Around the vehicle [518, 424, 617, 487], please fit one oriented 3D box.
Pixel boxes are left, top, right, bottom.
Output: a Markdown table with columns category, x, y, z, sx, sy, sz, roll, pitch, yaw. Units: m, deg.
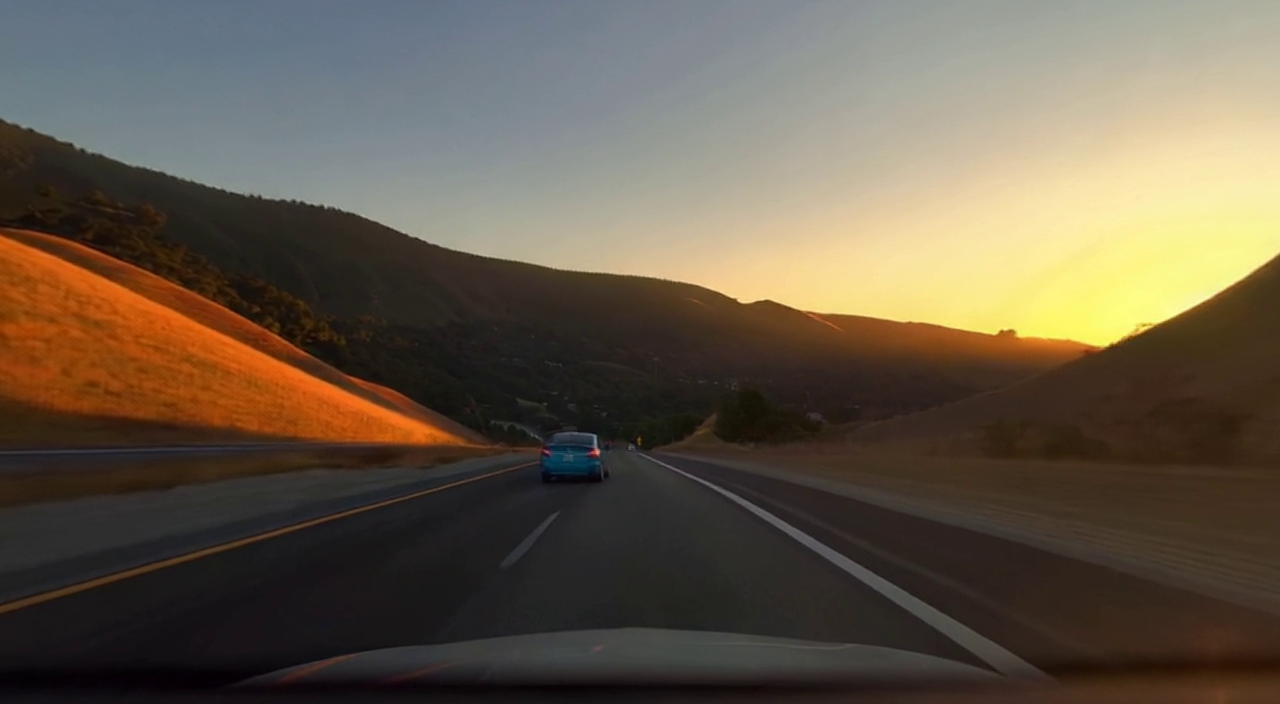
| category | x | y | z | sx | sy | sz | roll | pitch | yaw |
| --- | --- | --- | --- | --- | --- | --- | --- | --- | --- |
| vehicle | -1.850 | 2.825 | 17.585 | 2.097 | 1.511 | 4.585 | 0 | -8 | 2 |
